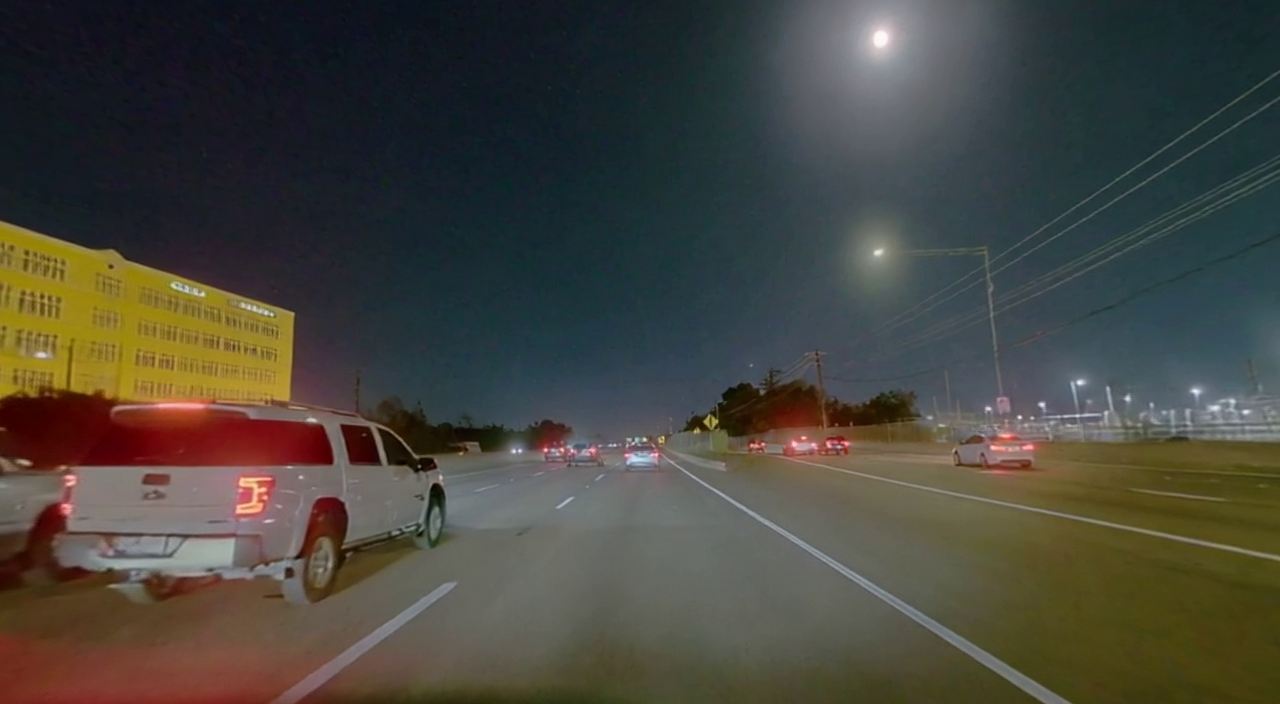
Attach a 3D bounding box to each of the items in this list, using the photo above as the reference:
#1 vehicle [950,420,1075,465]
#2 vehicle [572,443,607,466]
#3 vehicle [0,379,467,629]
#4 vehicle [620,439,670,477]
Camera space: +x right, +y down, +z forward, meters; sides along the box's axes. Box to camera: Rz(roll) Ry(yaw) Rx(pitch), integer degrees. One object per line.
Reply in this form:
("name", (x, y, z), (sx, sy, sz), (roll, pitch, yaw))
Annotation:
("vehicle", (13.620, 3.351, 23.442), (1.966, 1.484, 4.610), (-1, -8, 3))
("vehicle", (-3.555, 7.260, 44.997), (2.059, 1.508, 4.662), (0, -8, 0))
("vehicle", (-3.904, 1.512, 7.356), (2.250, 1.872, 5.038), (-1, -8, 1))
("vehicle", (0.211, 4.717, 28.339), (2.107, 1.538, 3.999), (0, -8, 0))
